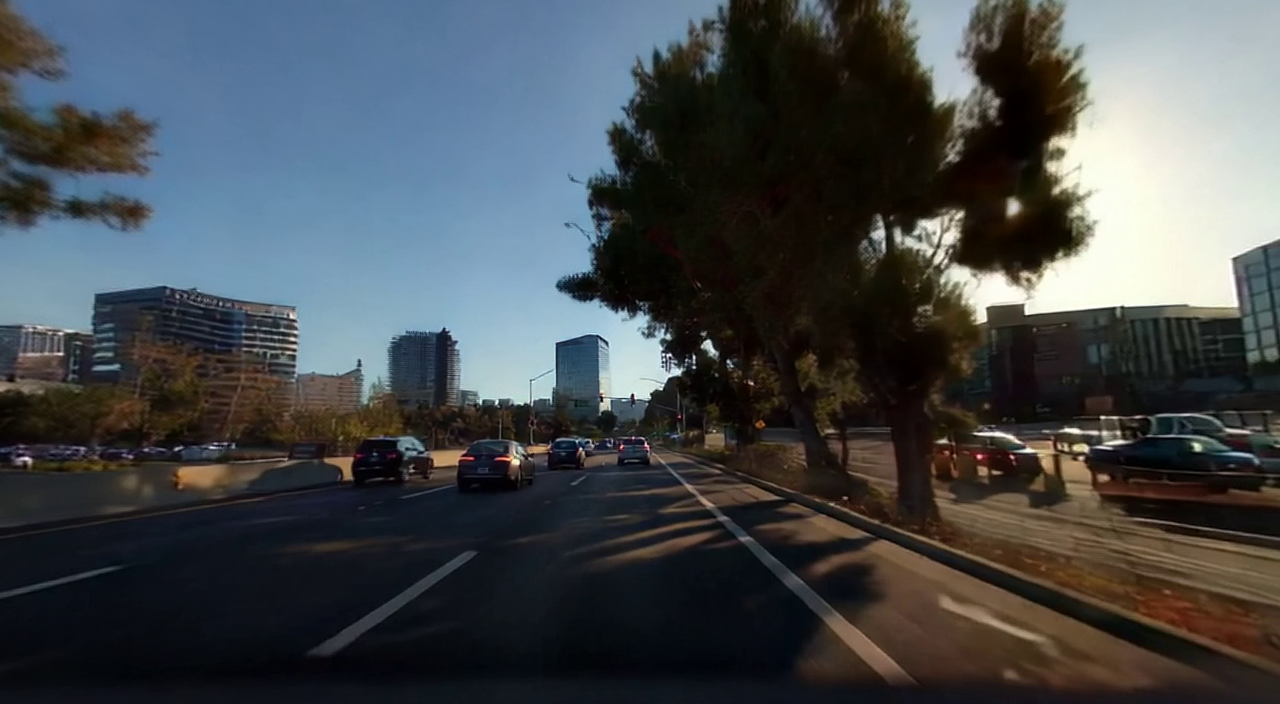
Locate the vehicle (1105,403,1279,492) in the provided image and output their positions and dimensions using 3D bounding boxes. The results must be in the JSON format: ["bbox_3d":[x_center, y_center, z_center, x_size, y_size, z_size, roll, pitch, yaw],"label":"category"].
[{"bbox_3d":[14.914,2.457,16.370,5.394,1.994,2.228,4,-9,-26],"label":"vehicle"}]

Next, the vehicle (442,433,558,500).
[{"bbox_3d":[-3.462,2.928,16.575,1.920,1.480,4.549,0,-8,1],"label":"vehicle"}]

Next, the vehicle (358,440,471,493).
[{"bbox_3d":[-6.962,3.560,20.048,1.852,1.458,4.422,0,-8,2],"label":"vehicle"}]

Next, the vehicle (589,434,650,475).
[{"bbox_3d":[-0.761,4.112,25.611,2.231,1.481,4.489,0,-8,0],"label":"vehicle"}]

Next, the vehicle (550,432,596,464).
[{"bbox_3d":[-3.804,5.591,36.711,2.144,1.732,4.279,0,-8,1],"label":"vehicle"}]
